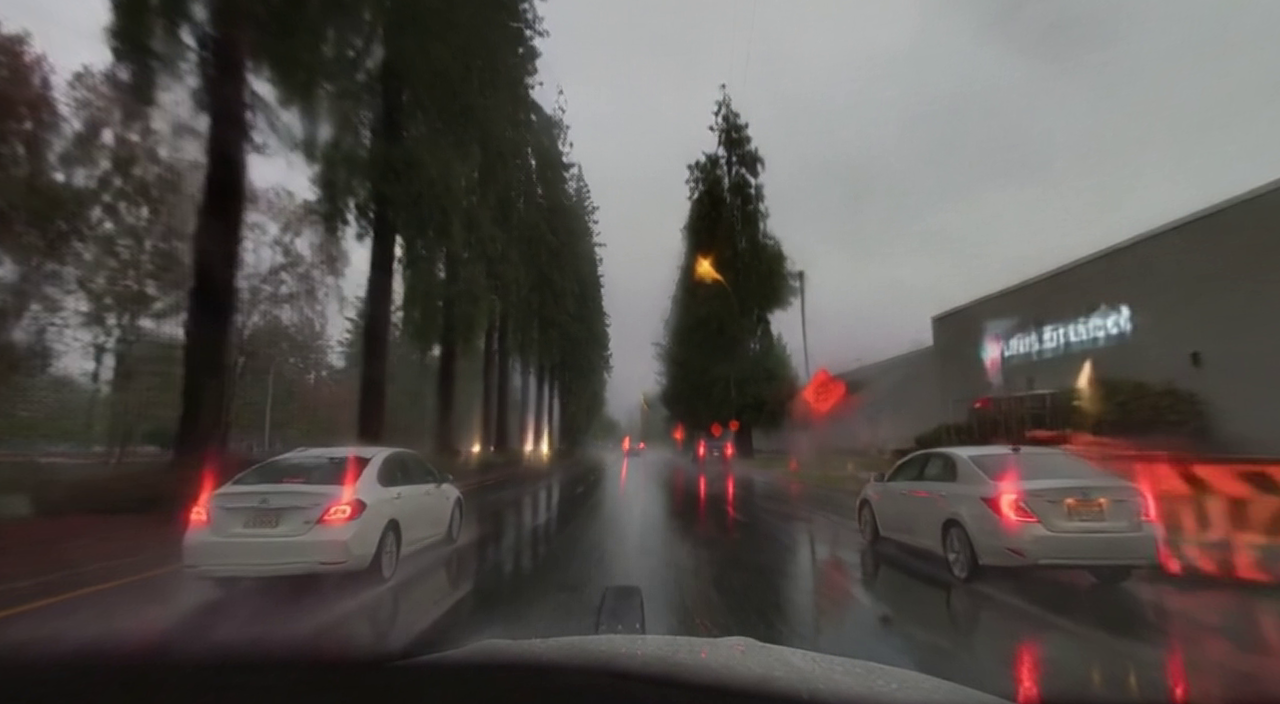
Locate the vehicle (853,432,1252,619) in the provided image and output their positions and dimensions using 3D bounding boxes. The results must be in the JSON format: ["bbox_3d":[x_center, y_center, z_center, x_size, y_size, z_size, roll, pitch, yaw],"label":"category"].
[{"bbox_3d":[3.993,1.689,7.049,1.827,1.491,3.743,0,-9,-1],"label":"vehicle"}]

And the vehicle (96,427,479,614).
[{"bbox_3d":[-3.350,1.664,7.178,2.020,1.474,4.098,0,-9,-1],"label":"vehicle"}]

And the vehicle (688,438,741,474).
[{"bbox_3d":[3.893,5.534,33.835,2.159,1.793,4.735,0,-9,-2],"label":"vehicle"}]
